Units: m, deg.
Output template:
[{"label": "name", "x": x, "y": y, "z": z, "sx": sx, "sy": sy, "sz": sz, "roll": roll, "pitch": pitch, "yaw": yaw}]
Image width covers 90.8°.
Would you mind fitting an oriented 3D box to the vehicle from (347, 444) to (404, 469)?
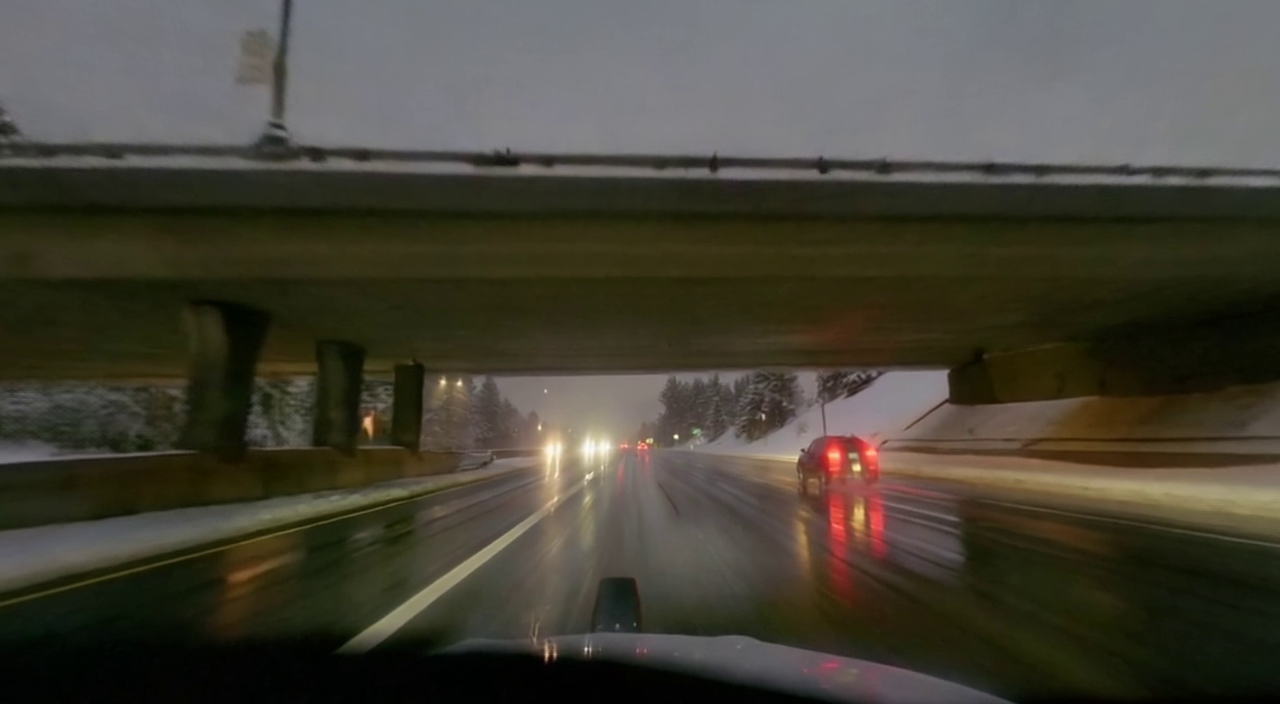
[{"label": "vehicle", "x": -17.603, "y": 6.971, "z": 42.295, "sx": 1.897, "sy": 1.585, "sz": 4.495, "roll": 0, "pitch": -9, "yaw": -1}]
